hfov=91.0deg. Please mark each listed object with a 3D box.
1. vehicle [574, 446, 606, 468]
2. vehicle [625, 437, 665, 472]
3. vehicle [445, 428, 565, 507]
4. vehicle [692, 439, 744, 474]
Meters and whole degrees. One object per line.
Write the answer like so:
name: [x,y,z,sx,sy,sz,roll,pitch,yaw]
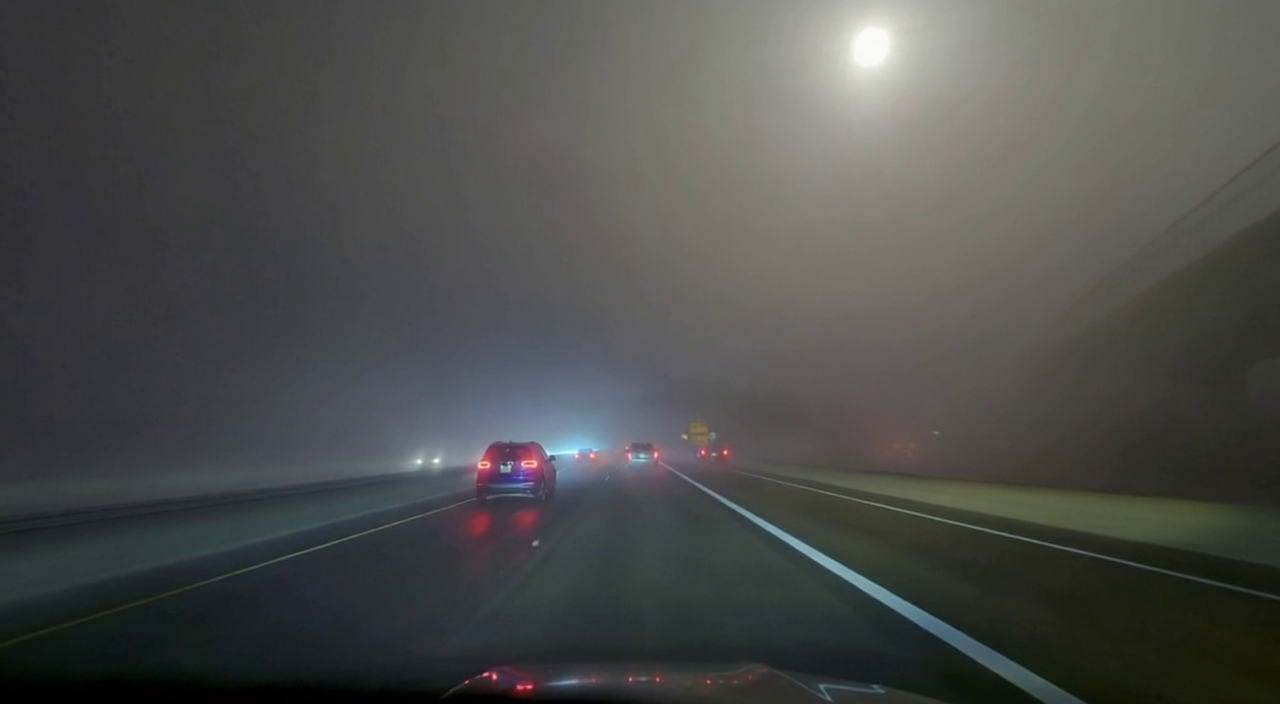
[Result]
vehicle: [-3.559,7.572,45.517,1.994,1.475,4.171,0,-9,0]
vehicle: [0.262,5.954,36.663,2.155,1.909,4.529,0,-9,0]
vehicle: [-3.295,2.945,16.424,2.089,1.751,4.515,0,-9,0]
vehicle: [4.222,5.771,34.889,2.231,1.807,4.588,0,-9,-1]
